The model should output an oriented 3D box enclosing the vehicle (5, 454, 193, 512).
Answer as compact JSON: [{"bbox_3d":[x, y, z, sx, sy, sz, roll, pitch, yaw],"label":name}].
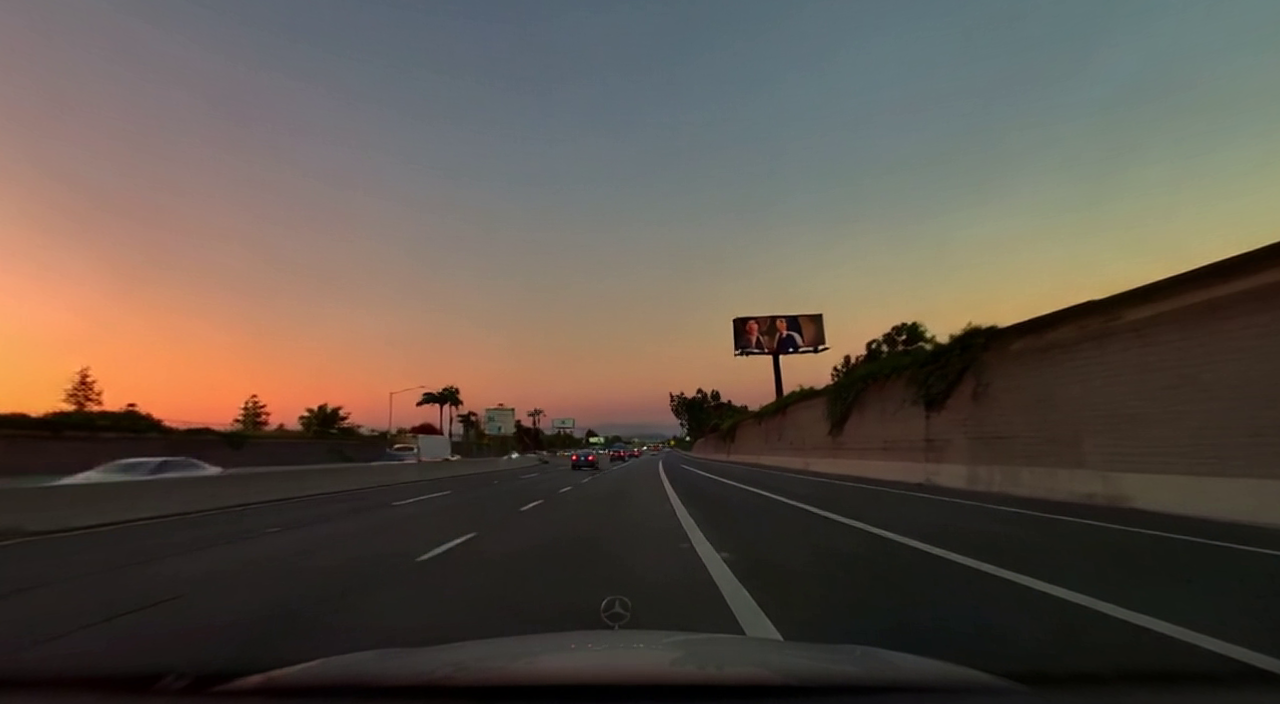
[{"bbox_3d":[-15.478,3.723,18.408,2.001,1.437,3.855,0,-9,0],"label":"vehicle"}]

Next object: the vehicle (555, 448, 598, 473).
[{"bbox_3d":[-3.912,6.762,39.795,2.078,1.457,4.648,0,-9,2],"label":"vehicle"}]
